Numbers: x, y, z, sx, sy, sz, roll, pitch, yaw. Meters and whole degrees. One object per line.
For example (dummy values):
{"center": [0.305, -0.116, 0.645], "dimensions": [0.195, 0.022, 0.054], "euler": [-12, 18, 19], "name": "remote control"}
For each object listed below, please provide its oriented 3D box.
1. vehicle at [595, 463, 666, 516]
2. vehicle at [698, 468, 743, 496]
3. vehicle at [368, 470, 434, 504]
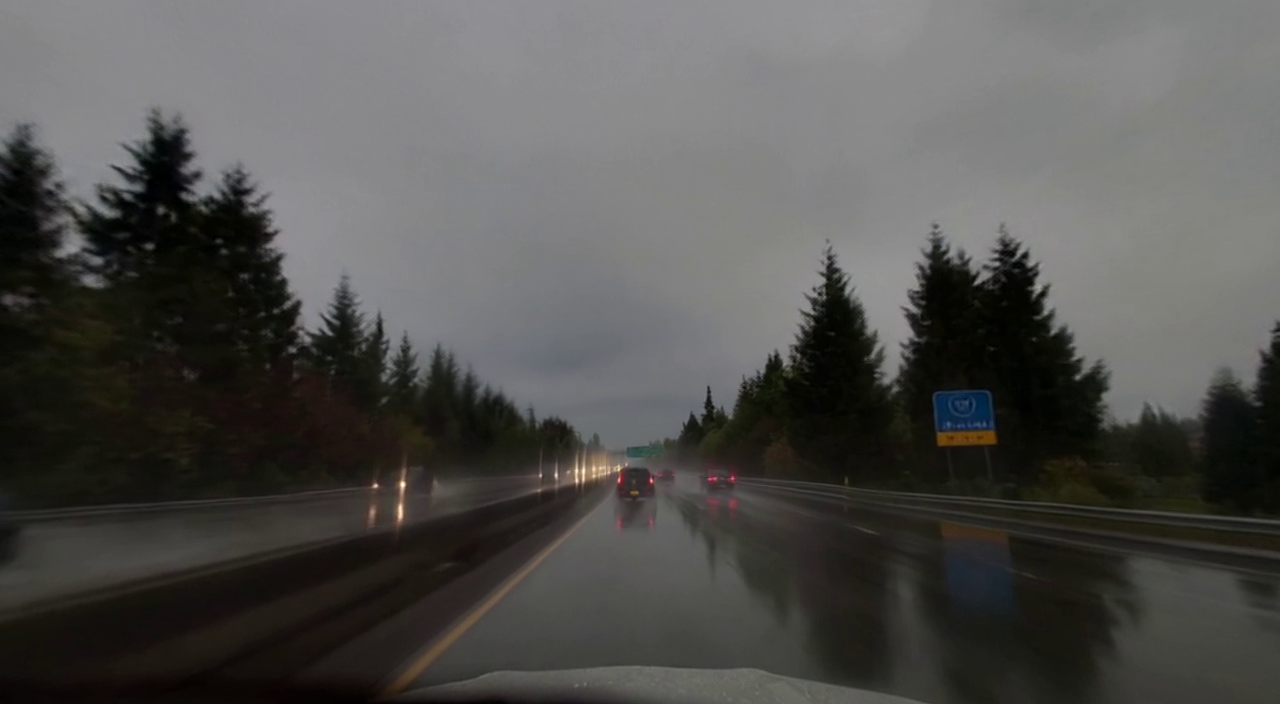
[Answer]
{"center": [-0.287, 4.342, 20.178], "dimensions": [2.060, 1.473, 3.726], "euler": [1, -10, -1], "name": "vehicle"}
{"center": [4.516, 7.373, 35.952], "dimensions": [1.974, 1.476, 4.119], "euler": [1, -10, -1], "name": "vehicle"}
{"center": [-12.322, 6.950, 32.760], "dimensions": [1.856, 1.595, 3.945], "euler": [1, -10, 0], "name": "vehicle"}
